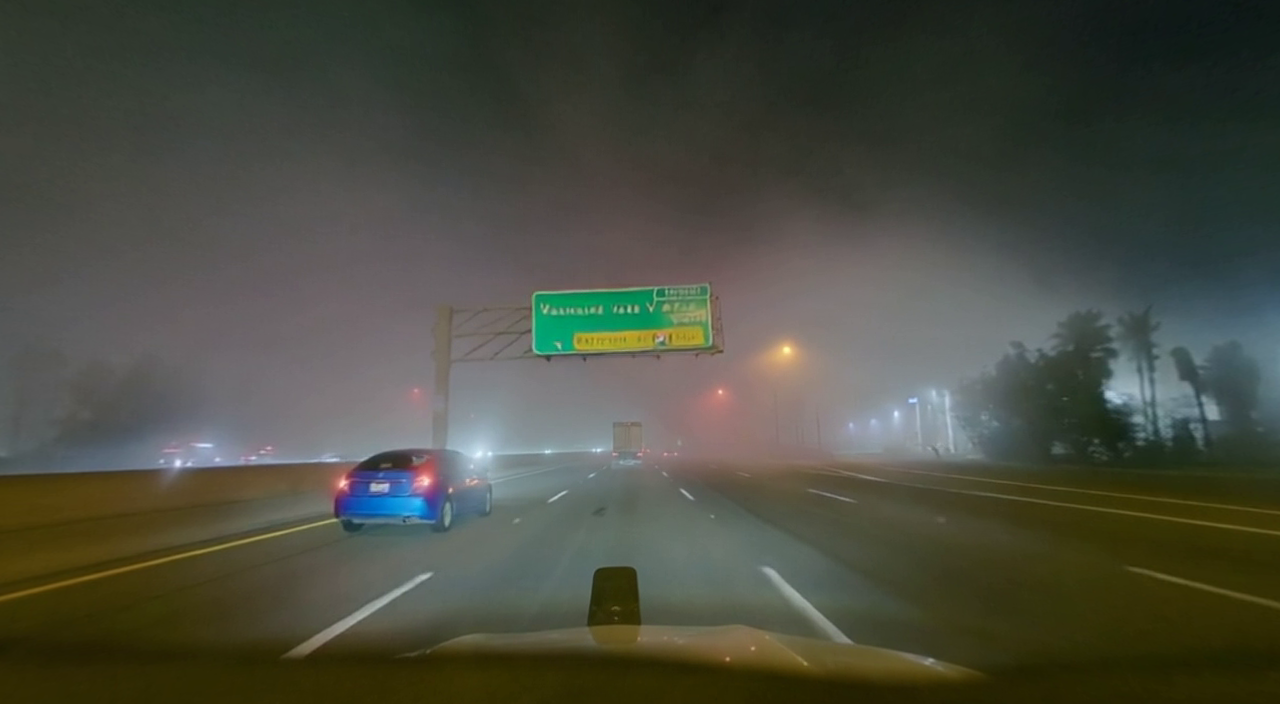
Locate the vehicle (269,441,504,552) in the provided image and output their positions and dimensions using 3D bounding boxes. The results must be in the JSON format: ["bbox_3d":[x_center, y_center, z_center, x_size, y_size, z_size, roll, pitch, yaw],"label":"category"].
[{"bbox_3d":[-3.836,2.243,10.567,2.097,1.447,4.291,0,-8,1],"label":"vehicle"}]

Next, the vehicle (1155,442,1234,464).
[{"bbox_3d":[43.116,7.844,49.145,4.395,1.574,1.911,0,-9,-3],"label":"vehicle"}]

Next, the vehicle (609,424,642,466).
[{"bbox_3d":[-1.128,7.147,48.349,2.364,2.953,6.495,0,-8,-2],"label":"vehicle"}]
